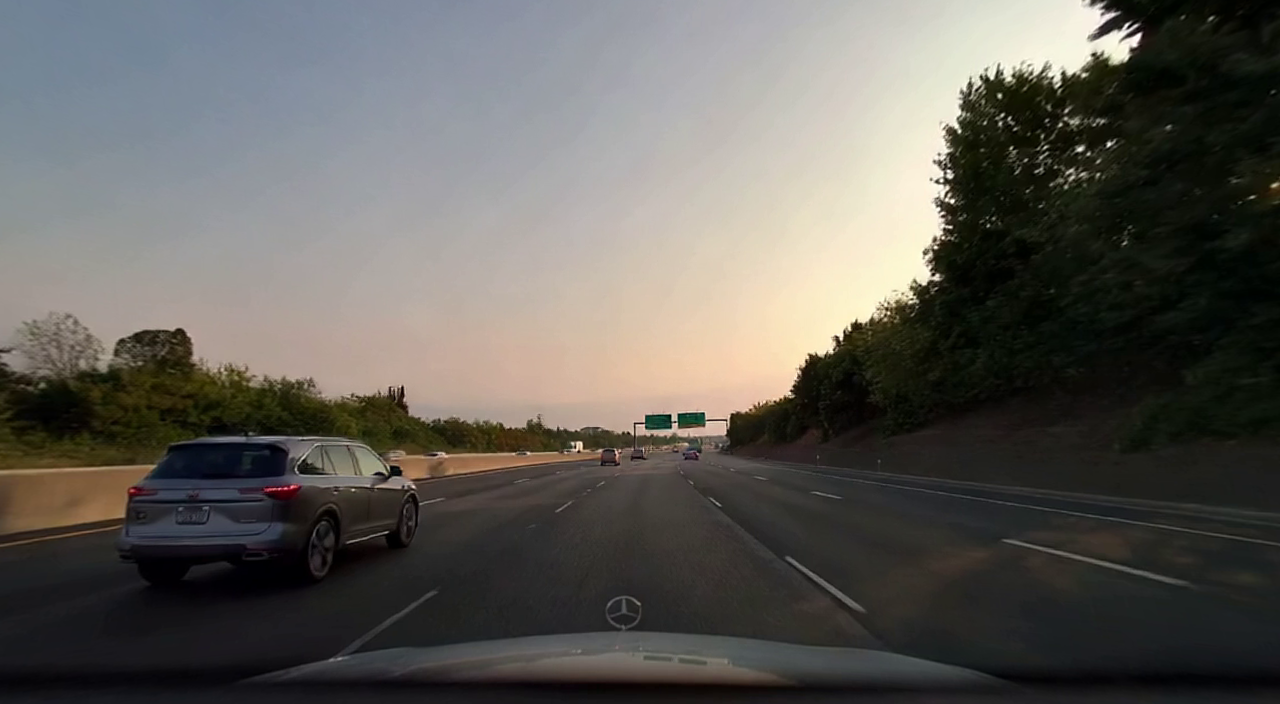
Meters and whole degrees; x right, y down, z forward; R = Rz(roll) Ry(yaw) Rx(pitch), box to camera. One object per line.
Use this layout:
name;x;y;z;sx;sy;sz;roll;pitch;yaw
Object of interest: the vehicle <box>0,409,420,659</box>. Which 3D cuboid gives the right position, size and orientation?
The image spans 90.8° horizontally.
vehicle;-3.977;1.507;6.286;2.016;1.623;4.126;0;-9;1
